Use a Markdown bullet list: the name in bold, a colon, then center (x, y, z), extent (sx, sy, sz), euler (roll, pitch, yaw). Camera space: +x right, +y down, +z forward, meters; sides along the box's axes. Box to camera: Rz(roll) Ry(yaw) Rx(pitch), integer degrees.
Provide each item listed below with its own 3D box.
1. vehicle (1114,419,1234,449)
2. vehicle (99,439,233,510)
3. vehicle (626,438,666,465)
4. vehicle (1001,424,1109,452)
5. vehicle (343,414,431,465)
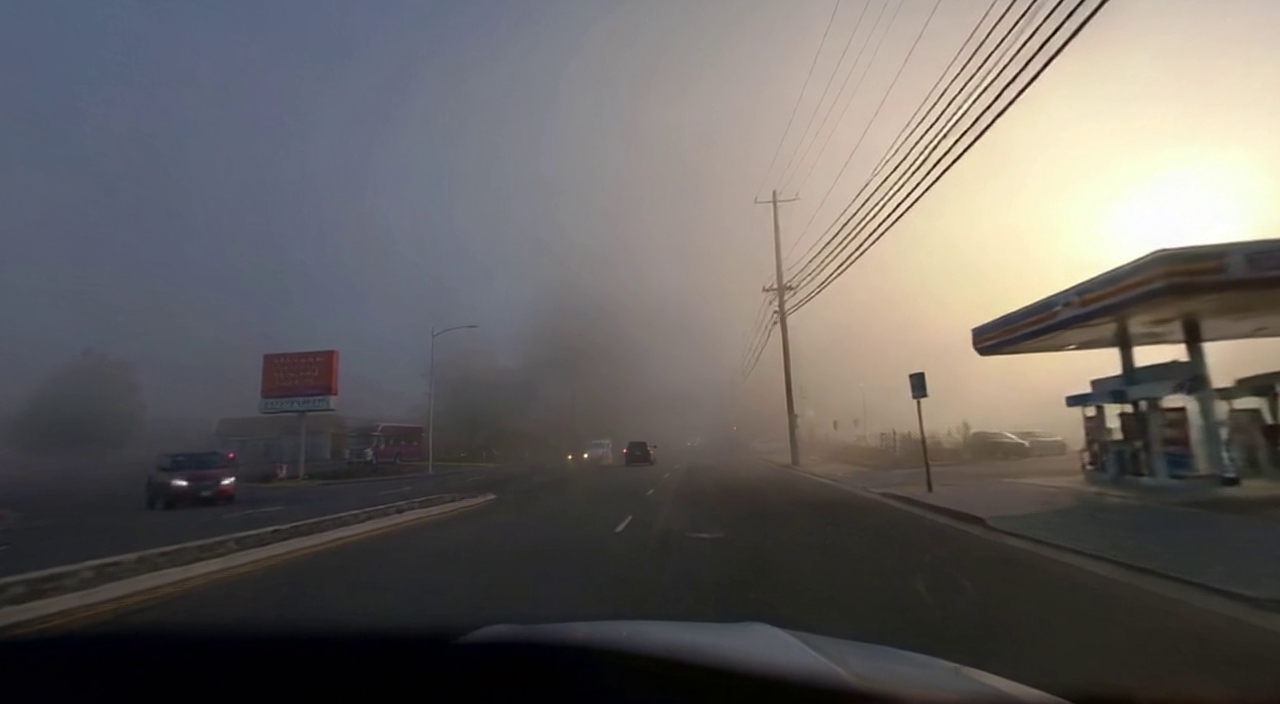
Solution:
- **vehicle**: center (28.961, 4.506, 34.413), extent (1.901, 1.509, 4.610), euler (2, -9, -16)
- **vehicle**: center (-16.525, 4.128, 21.894), extent (5.575, 2.142, 1.996), euler (-6, -10, 36)
- **vehicle**: center (0.441, 6.015, 38.227), extent (2.073, 1.525, 3.968), euler (-1, -8, 6)
- **vehicle**: center (23.171, 4.864, 35.445), extent (1.908, 1.474, 4.885), euler (2, -9, -17)
- **vehicle**: center (-18.928, 6.634, 47.789), extent (2.923, 3.546, 7.640), euler (-1, -8, 5)
